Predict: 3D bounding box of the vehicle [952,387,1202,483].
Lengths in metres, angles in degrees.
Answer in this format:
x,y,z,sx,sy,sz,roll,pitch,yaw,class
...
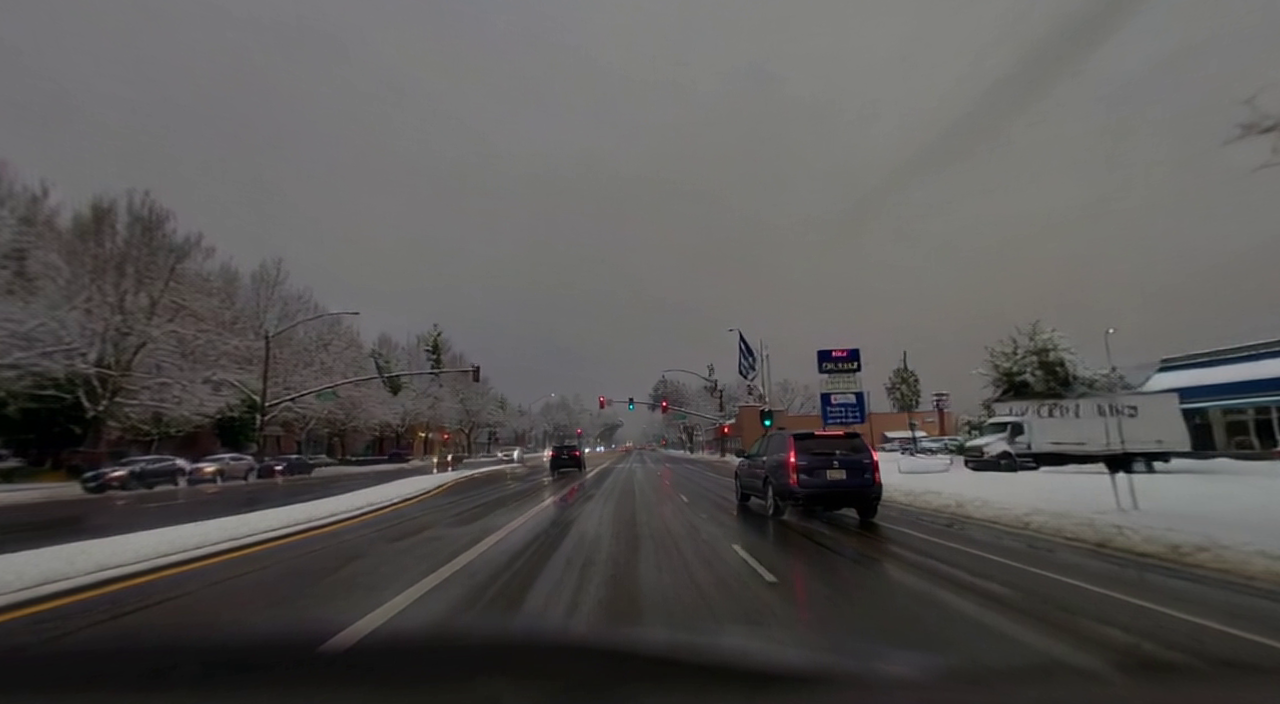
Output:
x,y,z,sx,sy,sz,roll,pitch,yaw,class
15.370,3.009,22.729,6.704,3.194,2.704,-1,-9,4,vehicle

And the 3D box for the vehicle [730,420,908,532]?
x,y,z,sx,sy,sz,roll,pitch,yaw,class
3.071,2.234,11.922,1.982,1.711,4.276,0,-9,-2,vehicle

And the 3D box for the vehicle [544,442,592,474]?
x,y,z,sx,sy,sz,roll,pitch,yaw,class
-3.597,5.383,32.142,2.034,1.498,3.995,0,-9,-1,vehicle

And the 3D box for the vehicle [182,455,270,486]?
x,y,z,sx,sy,sz,roll,pitch,yaw,class
-23.184,6.642,35.651,1.997,1.434,4.569,-4,-9,-1,vehicle

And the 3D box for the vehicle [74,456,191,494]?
x,y,z,sx,sy,sz,roll,pitch,yaw,class
-22.929,5.559,28.780,2.045,1.536,3.911,0,-9,0,vehicle

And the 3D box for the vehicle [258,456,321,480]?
x,y,z,sx,sy,sz,roll,pitch,yaw,class
-23.240,7.654,42.021,1.752,1.430,4.078,-1,-9,2,vehicle
